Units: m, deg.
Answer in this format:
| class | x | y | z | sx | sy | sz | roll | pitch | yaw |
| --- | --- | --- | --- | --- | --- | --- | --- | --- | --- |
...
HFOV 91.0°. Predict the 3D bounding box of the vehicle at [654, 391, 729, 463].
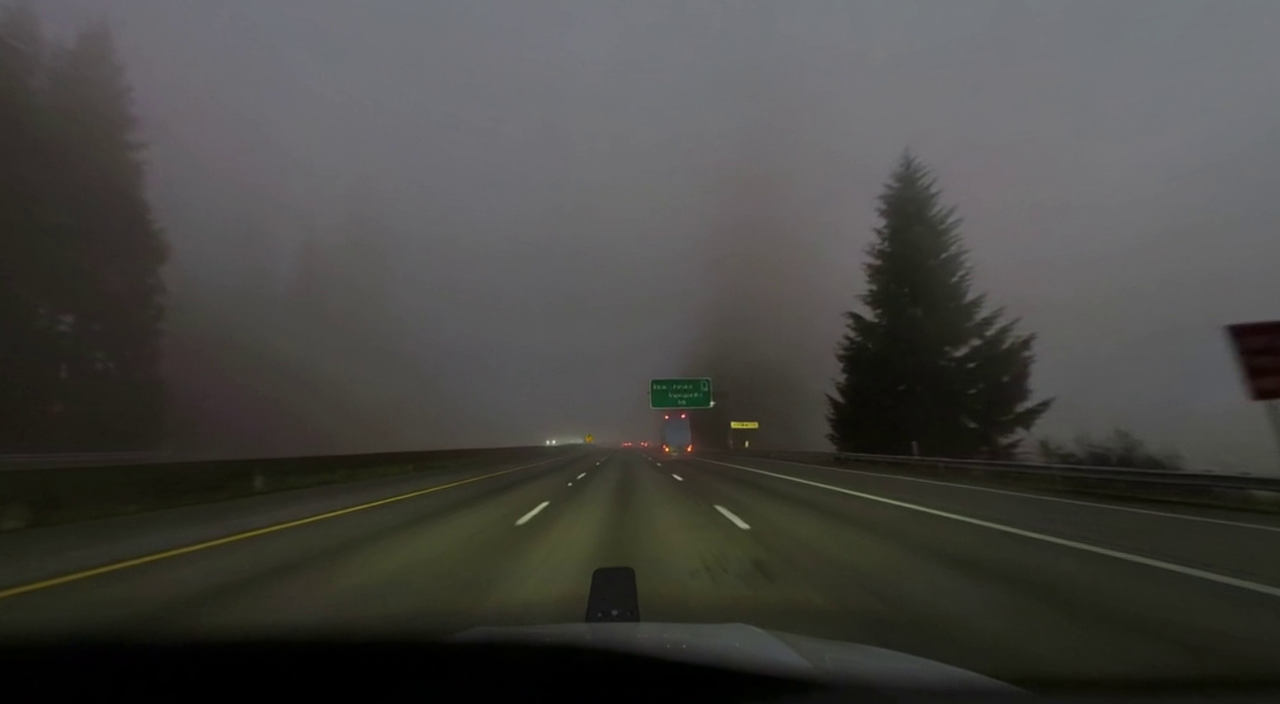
| class | x | y | z | sx | sy | sz | roll | pitch | yaw |
| --- | --- | --- | --- | --- | --- | --- | --- | --- | --- |
| vehicle | 3.110 | 5.096 | 41.825 | 3.828 | 4.143 | 10.369 | 0 | -8 | -2 |
